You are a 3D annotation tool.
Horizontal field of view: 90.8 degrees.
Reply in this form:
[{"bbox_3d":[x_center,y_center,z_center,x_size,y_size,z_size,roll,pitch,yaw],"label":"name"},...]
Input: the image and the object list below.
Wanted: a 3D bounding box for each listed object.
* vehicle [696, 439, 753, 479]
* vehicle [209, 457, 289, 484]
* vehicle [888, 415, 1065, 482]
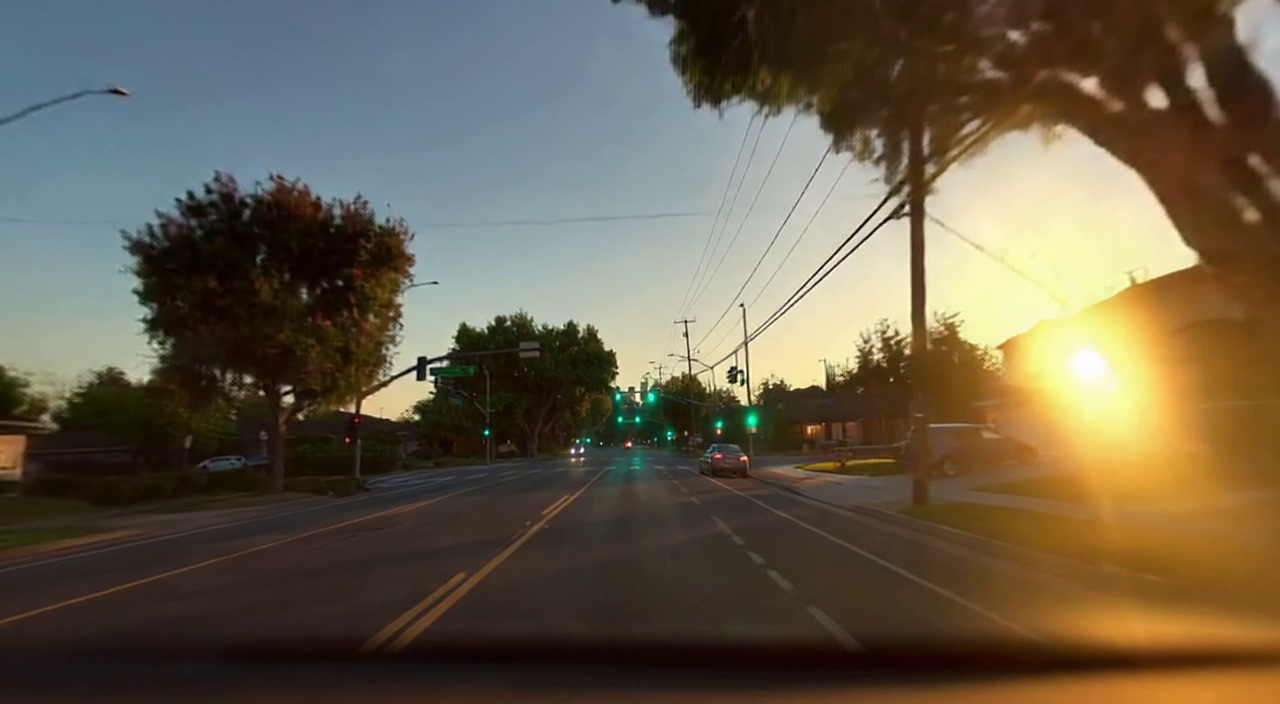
[{"bbox_3d":[3.813,4.881,29.121,1.900,1.661,4.346,1,-8,-2],"label":"vehicle"},{"bbox_3d":[-29.698,9.013,48.107,4.830,1.521,1.948,-5,-10,-1],"label":"vehicle"},{"bbox_3d":[10.176,2.998,19.497,4.434,1.730,2.081,-7,-10,23],"label":"vehicle"}]
